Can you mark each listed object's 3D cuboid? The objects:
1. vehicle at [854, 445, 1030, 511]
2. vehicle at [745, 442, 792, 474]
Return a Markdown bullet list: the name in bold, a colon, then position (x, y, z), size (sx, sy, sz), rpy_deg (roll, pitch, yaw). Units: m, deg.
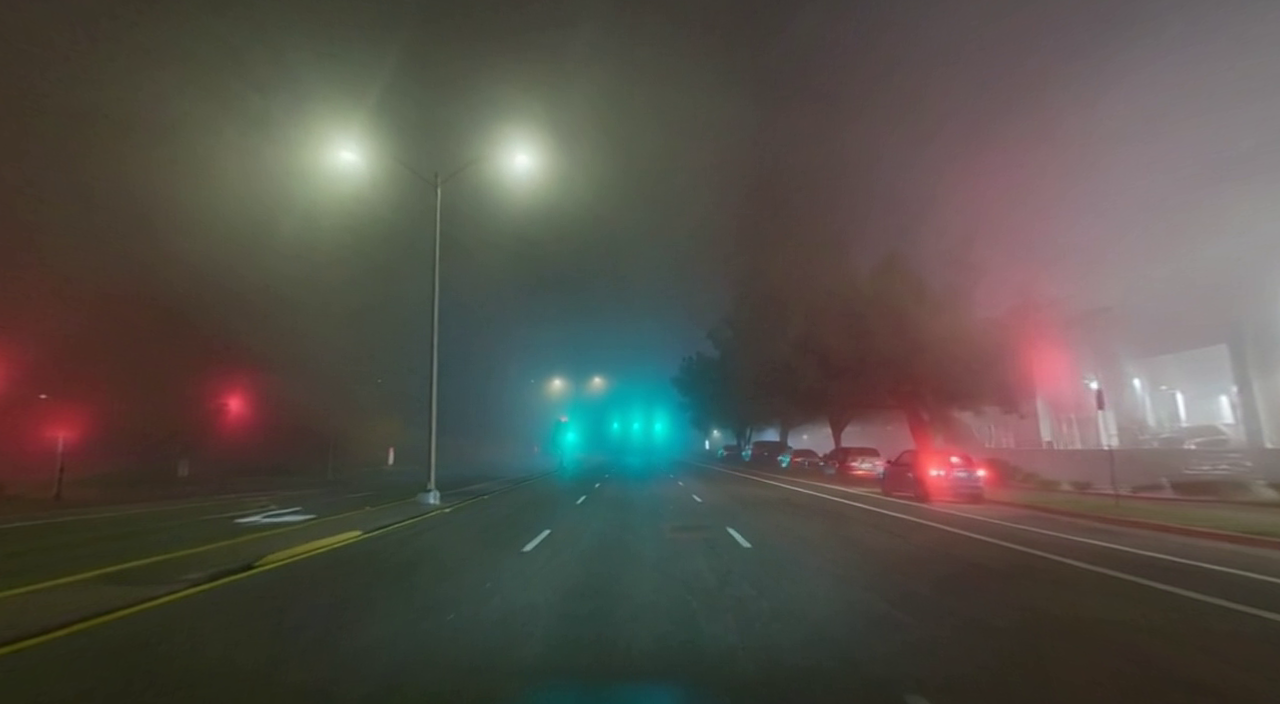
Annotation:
- **vehicle**: position (7.494, 3.135, 16.377), size (2.066, 1.451, 4.783), rpy_deg (0, -8, -2)
- **vehicle**: position (7.582, 6.313, 37.842), size (1.939, 1.761, 4.711), rpy_deg (0, -8, 1)
